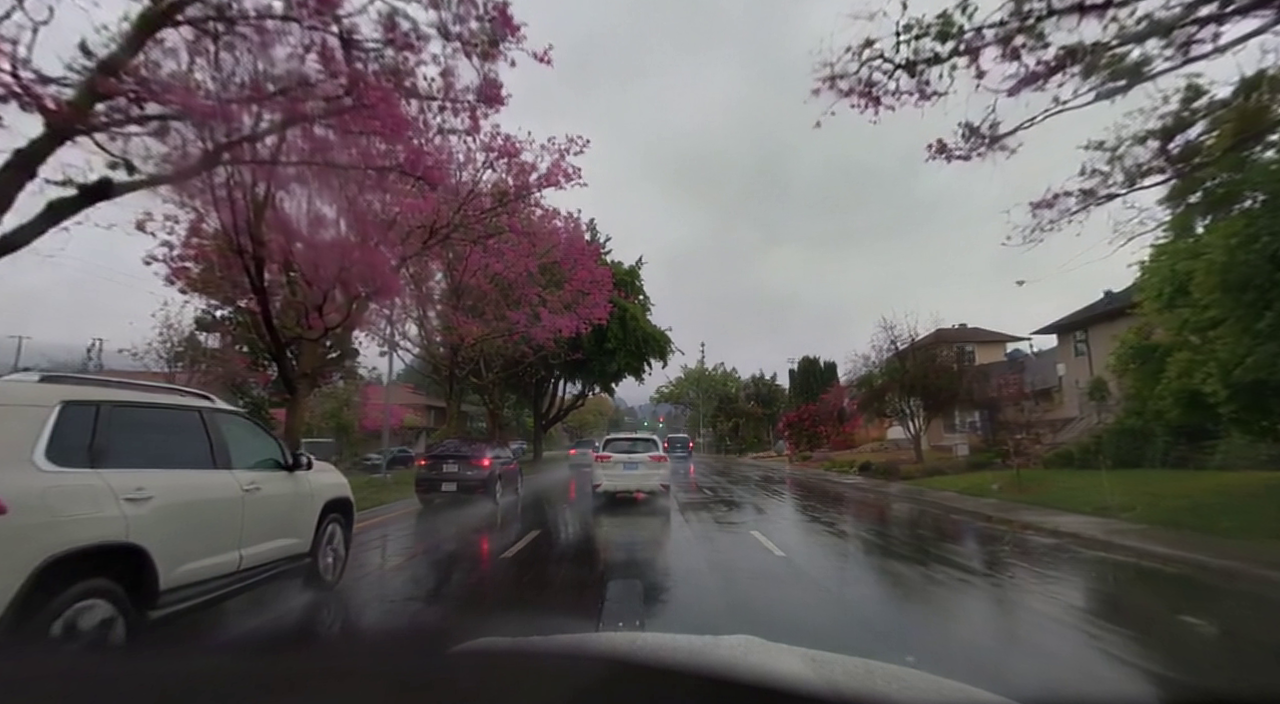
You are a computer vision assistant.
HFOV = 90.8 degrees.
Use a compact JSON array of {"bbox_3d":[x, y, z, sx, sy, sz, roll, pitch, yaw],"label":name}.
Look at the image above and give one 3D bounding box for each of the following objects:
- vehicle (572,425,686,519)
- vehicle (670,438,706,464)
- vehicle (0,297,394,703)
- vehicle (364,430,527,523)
[{"bbox_3d":[-0.213,2.387,13.070,1.997,1.636,3.760,0,-8,-1],"label":"vehicle"},{"bbox_3d":[3.299,6.881,44.139,2.161,1.686,4.196,0,-8,-1],"label":"vehicle"},{"bbox_3d":[-3.636,1.013,4.206,2.161,1.919,4.798,0,-8,-2],"label":"vehicle"},{"bbox_3d":[-3.696,2.429,12.851,2.066,1.565,3.905,0,-8,0],"label":"vehicle"}]
